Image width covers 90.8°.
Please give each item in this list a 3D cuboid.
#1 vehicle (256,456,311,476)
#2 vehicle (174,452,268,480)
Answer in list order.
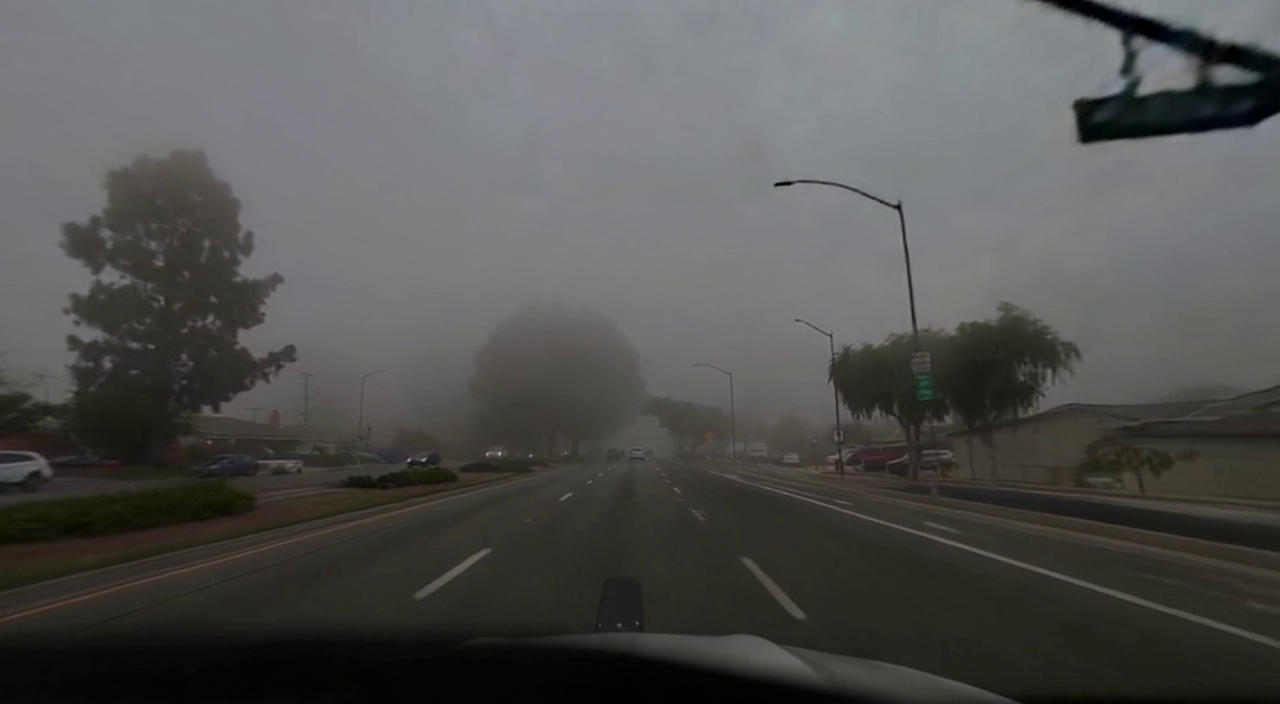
[{"bbox_3d":[-24.947,7.960,44.374,1.637,1.298,3.878,0,-9,0],"label":"vehicle"},{"bbox_3d":[-24.688,6.719,37.487,1.916,1.524,4.993,-1,-9,3],"label":"vehicle"}]
